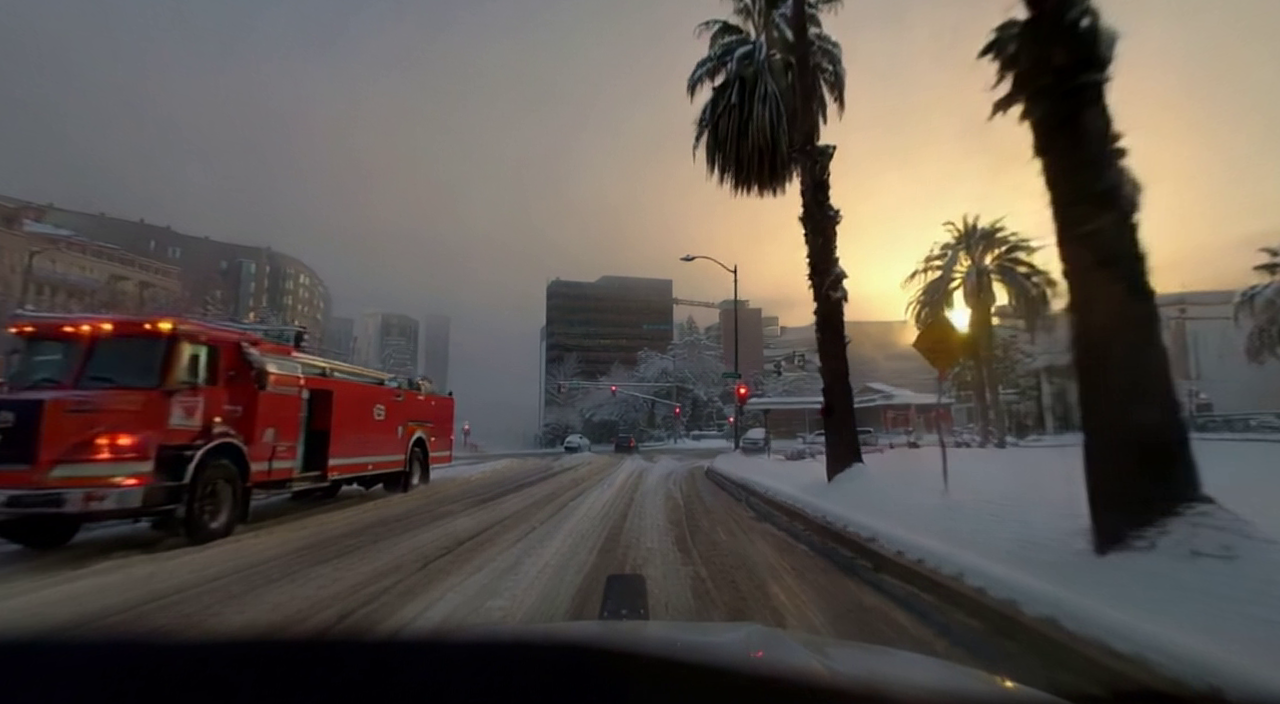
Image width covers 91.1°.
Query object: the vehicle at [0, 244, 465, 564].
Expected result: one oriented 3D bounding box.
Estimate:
[{"bbox_3d":[-6.878,1.413,13.145,3.008,3.730,11.786,0,-9,0],"label":"vehicle"}]
